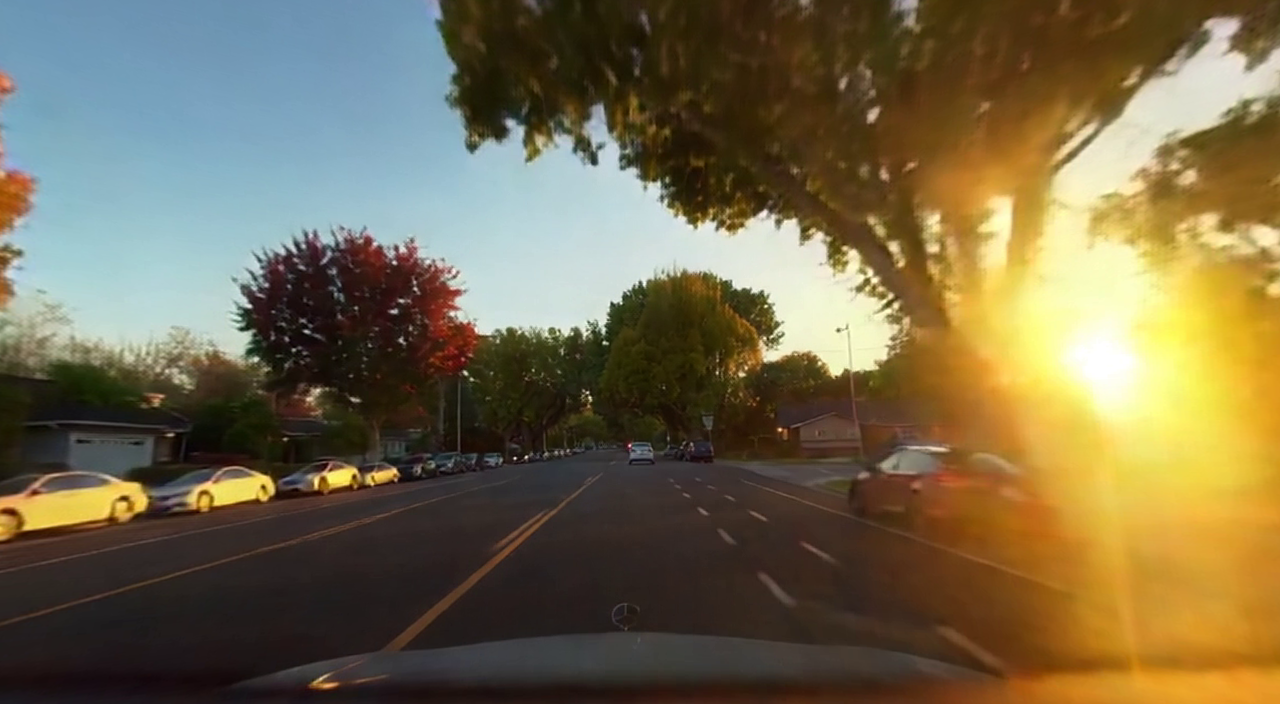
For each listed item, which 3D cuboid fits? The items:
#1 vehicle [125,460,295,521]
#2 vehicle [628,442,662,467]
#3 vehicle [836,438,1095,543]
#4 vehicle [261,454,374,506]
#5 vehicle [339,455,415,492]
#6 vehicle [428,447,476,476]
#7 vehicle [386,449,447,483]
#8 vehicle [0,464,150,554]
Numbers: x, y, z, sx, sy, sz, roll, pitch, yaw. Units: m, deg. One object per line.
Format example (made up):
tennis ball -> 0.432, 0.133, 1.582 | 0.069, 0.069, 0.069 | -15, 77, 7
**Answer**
vehicle -> -12.401, 3.981, 18.689 | 1.916, 1.463, 4.564 | 0, -9, -2
vehicle -> 0.285, 6.393, 39.639 | 2.022, 1.471, 3.973 | 0, -9, -1
vehicle -> 5.263, 2.279, 11.172 | 1.978, 1.438, 4.716 | 0, -9, -1
vehicle -> -12.242, 4.849, 24.423 | 1.905, 1.503, 5.015 | -4, -7, -2
vehicle -> -12.469, 5.752, 30.213 | 1.810, 1.399, 4.285 | -4, -9, 0
vehicle -> -12.531, 7.304, 42.441 | 1.904, 1.805, 5.100 | 0, -9, -3
vehicle -> -12.642, 6.449, 36.025 | 1.938, 1.738, 4.516 | 0, -9, -1
vehicle -> -12.498, 3.098, 12.775 | 1.877, 1.505, 4.125 | 0, -9, -1
